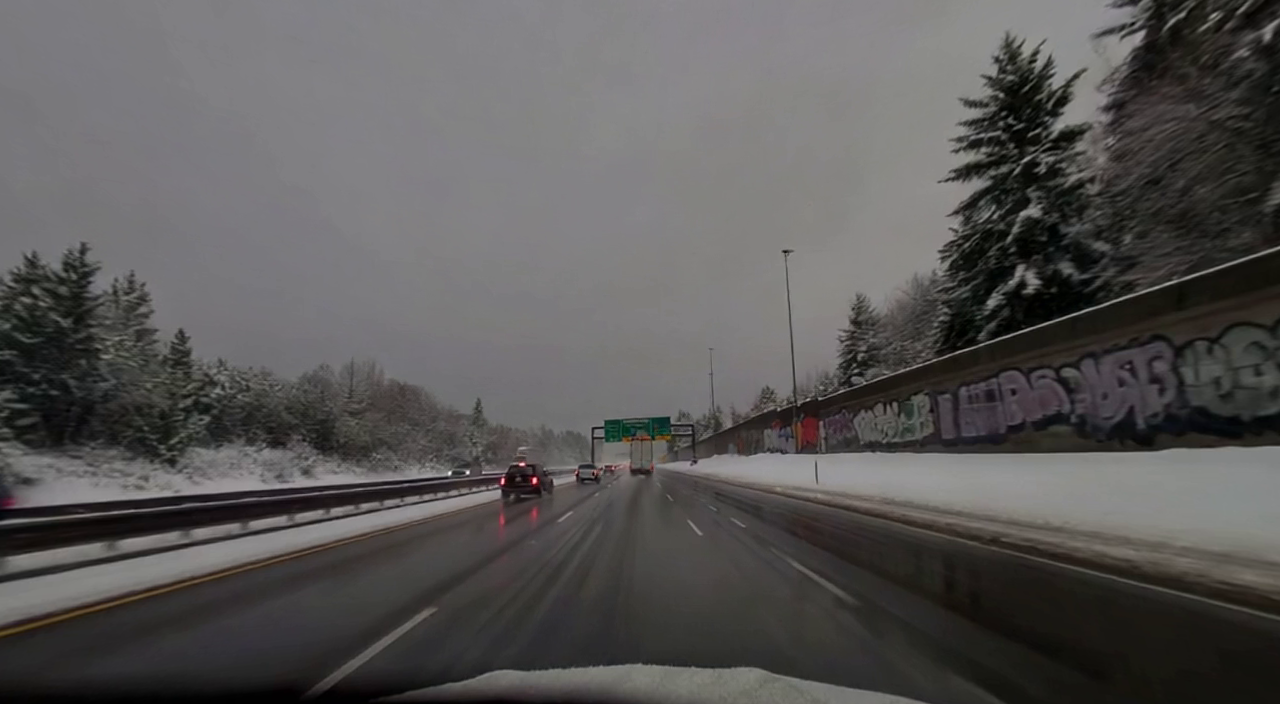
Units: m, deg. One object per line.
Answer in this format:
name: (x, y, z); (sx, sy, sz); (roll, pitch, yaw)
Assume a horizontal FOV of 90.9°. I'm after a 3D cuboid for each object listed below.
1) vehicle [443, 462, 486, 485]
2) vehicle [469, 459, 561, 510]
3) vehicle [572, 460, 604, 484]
vehicle: (-12.540, 8.692, 45.249); (1.874, 1.514, 4.246); (1, -10, 0)
vehicle: (-3.935, 4.269, 20.564); (2.054, 1.443, 4.131); (0, -10, 1)
vehicle: (-3.861, 8.961, 47.118); (2.032, 1.625, 4.023); (1, -10, 0)
